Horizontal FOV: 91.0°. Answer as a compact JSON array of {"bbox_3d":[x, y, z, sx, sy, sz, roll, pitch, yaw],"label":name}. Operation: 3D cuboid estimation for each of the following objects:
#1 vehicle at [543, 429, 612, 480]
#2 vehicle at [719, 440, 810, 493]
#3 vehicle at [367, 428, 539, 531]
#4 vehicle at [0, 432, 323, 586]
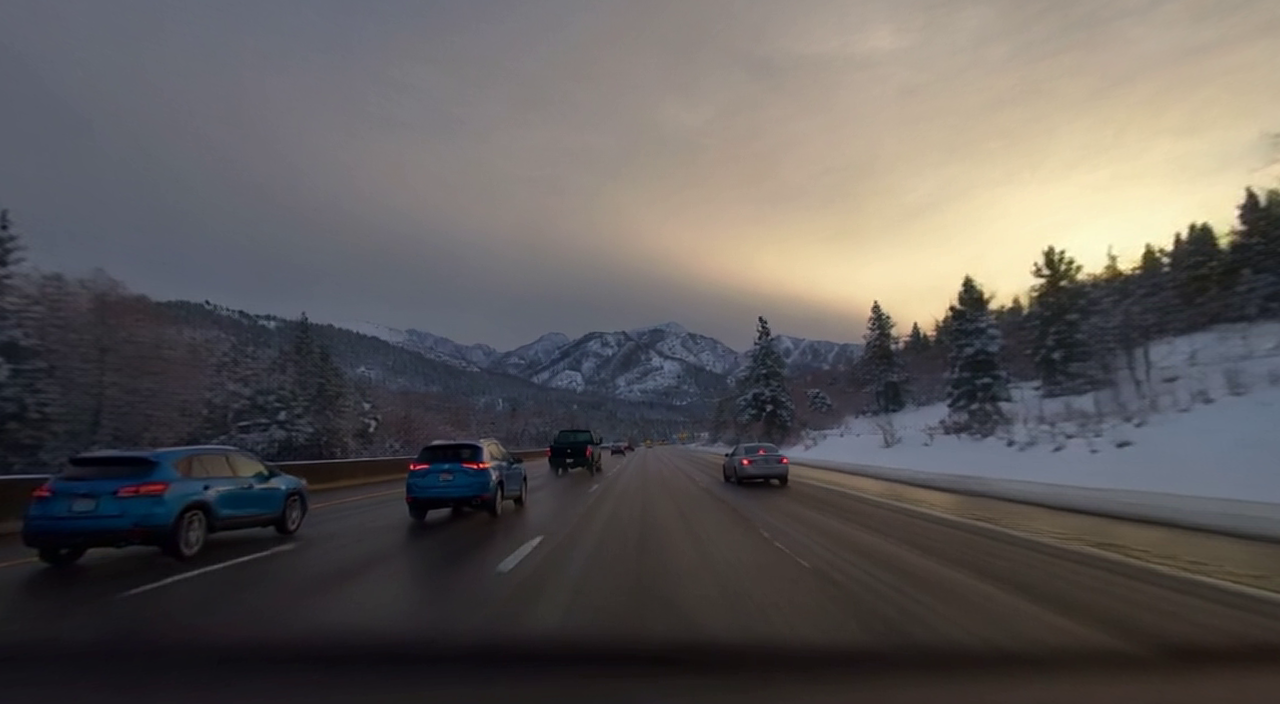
[{"bbox_3d":[-2.769,4.774,29.492,2.494,2.136,5.539,0,-8,2],"label":"vehicle"},{"bbox_3d":[4.044,3.795,21.321,2.071,1.570,4.637,0,-8,0],"label":"vehicle"},{"bbox_3d":[-3.503,2.473,12.789,2.080,1.716,4.207,0,-8,2],"label":"vehicle"},{"bbox_3d":[-6.913,2.040,9.179,2.084,1.639,4.648,0,-8,1],"label":"vehicle"}]
